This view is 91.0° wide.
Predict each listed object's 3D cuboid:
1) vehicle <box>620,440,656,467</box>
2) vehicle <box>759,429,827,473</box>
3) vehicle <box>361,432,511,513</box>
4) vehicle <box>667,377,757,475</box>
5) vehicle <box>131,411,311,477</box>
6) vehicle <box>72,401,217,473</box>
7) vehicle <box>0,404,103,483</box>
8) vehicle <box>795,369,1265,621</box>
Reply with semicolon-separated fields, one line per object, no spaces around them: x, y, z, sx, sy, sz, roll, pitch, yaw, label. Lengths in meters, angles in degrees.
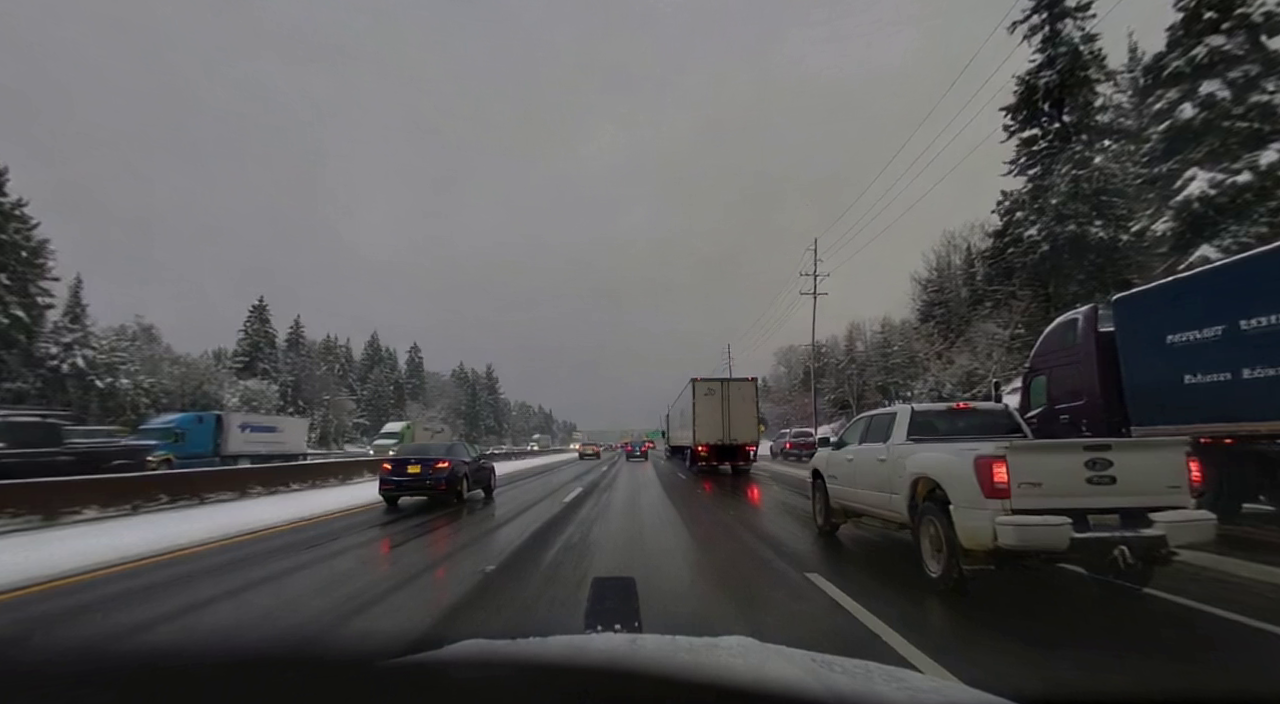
-0.108;5.947;37.084;2.047;1.485;3.938;0;-8;0;vehicle
7.387;4.839;30.932;2.079;1.938;4.630;0;-8;-1;vehicle
-4.232;2.544;13.787;1.968;1.507;3.829;0;-8;1;vehicle
3.365;4.253;34.536;2.907;4.109;16.177;0;-8;0;vehicle
-29.405;6.489;45.955;3.049;3.899;16.316;0;-7;-4;vehicle
-28.744;5.012;37.021;3.015;3.829;6.868;0;-8;-3;vehicle
-20.295;2.788;19.152;2.251;2.324;6.186;0;-8;2;vehicle
3.532;1.418;7.256;2.132;1.869;4.978;0;-8;-1;vehicle
